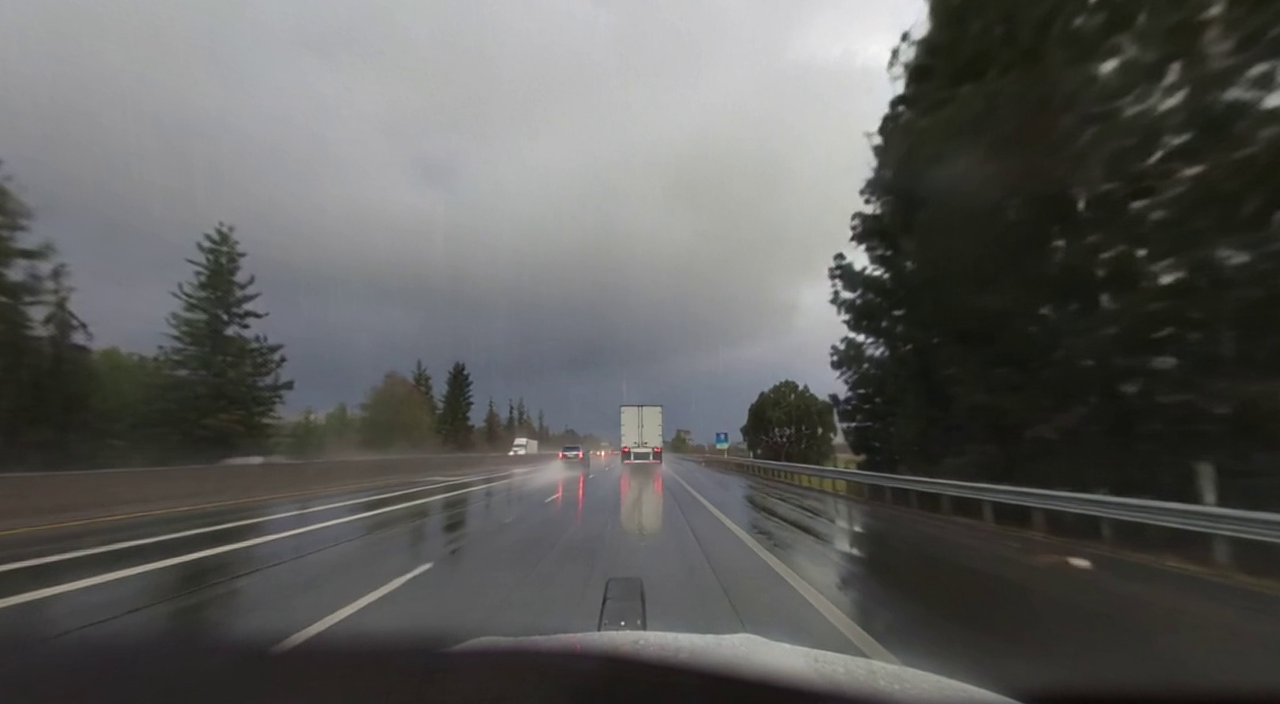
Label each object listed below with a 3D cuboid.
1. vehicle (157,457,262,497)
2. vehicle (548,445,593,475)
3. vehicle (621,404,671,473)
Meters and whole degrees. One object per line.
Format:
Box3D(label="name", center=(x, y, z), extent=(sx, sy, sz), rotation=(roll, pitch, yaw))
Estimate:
Box3D(label="vehicle", center=(-17.380, 5.022, 25.662), extent=(1.685, 1.429, 3.606), rotation=(0, -9, 0))
Box3D(label="vehicle", center=(-3.912, 6.152, 36.034), extent=(2.063, 1.583, 4.049), rotation=(0, -9, 1))
Box3D(label="vehicle", center=(0.383, 5.803, 41.773), extent=(2.899, 3.966, 10.053), rotation=(0, -9, 0))
